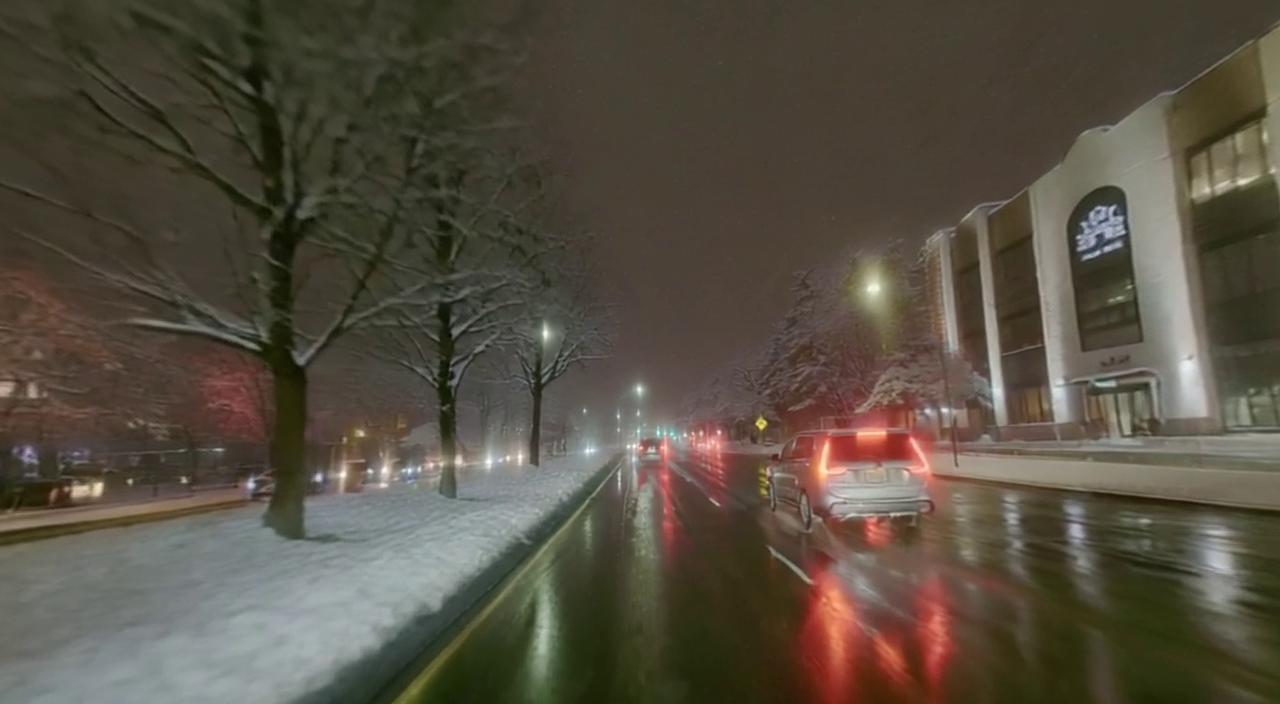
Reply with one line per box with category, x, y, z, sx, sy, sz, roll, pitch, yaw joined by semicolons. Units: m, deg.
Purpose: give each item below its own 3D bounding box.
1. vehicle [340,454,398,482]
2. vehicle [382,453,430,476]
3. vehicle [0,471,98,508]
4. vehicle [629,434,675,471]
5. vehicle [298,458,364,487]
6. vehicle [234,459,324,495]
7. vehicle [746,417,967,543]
vehicle;-18.491;7.907;43.225;2.049;1.678;4.376;0;-8;0
vehicle;-18.373;8.852;49.758;1.956;1.647;4.643;0;-8;1
vehicle;-29.714;6.715;30.887;4.483;1.618;1.829;0;-8;-2
vehicle;0.523;4.933;31.011;2.125;1.669;3.880;0;-8;-1
vehicle;-18.458;7.206;37.865;1.786;1.523;4.309;0;-8;-1
vehicle;-18.508;6.386;32.592;1.853;1.614;4.514;-1;-8;2
vehicle;3.164;1.988;10.466;1.931;1.591;4.708;0;-8;-1
